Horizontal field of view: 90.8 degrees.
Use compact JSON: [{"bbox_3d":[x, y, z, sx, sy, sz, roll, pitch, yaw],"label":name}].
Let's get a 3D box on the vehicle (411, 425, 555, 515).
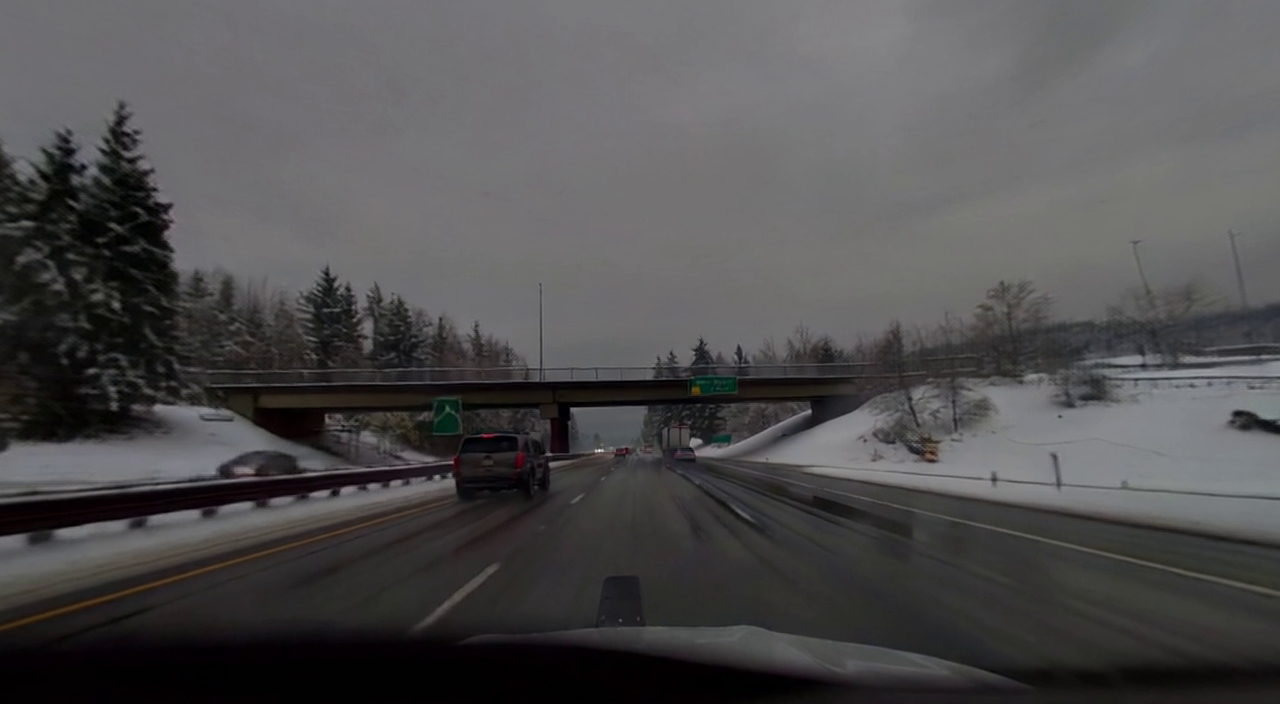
[{"bbox_3d":[-3.465,2.732,15.034,2.238,1.792,4.518,0,-9,0],"label":"vehicle"}]
